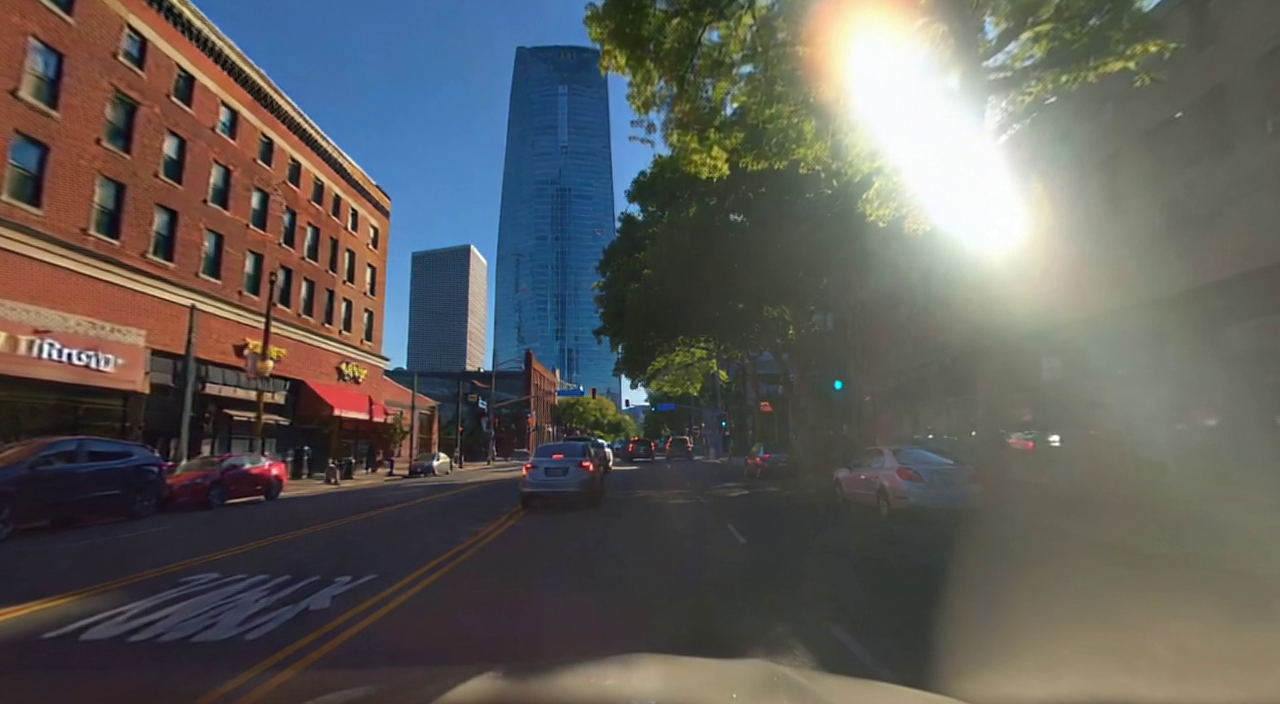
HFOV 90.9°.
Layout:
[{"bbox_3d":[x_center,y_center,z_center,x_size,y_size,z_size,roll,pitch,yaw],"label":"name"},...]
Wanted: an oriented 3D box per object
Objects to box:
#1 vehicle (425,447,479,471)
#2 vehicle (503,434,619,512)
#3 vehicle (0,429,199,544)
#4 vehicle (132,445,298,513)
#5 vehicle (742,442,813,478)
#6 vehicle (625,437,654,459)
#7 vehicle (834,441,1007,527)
[{"bbox_3d":[-12.588,7.185,42.540,2.075,1.472,4.638,0,-8,2],"label":"vehicle"},{"bbox_3d":[-1.729,2.621,14.213,2.169,1.427,4.531,1,-9,-6],"label":"vehicle"},{"bbox_3d":[-12.652,2.699,13.206,2.384,2.044,6.030,0,-8,0],"label":"vehicle"},{"bbox_3d":[-12.649,3.743,19.205,2.000,1.708,4.494,-3,-8,-1],"label":"vehicle"},{"bbox_3d":[5.879,4.667,27.504,1.956,1.446,4.537,0,-8,-1],"label":"vehicle"},{"bbox_3d":[-0.081,7.138,46.804,2.102,1.521,4.078,0,-8,-1],"label":"vehicle"},{"bbox_3d":[5.737,2.713,13.525,1.986,1.555,3.879,0,-8,1],"label":"vehicle"}]
